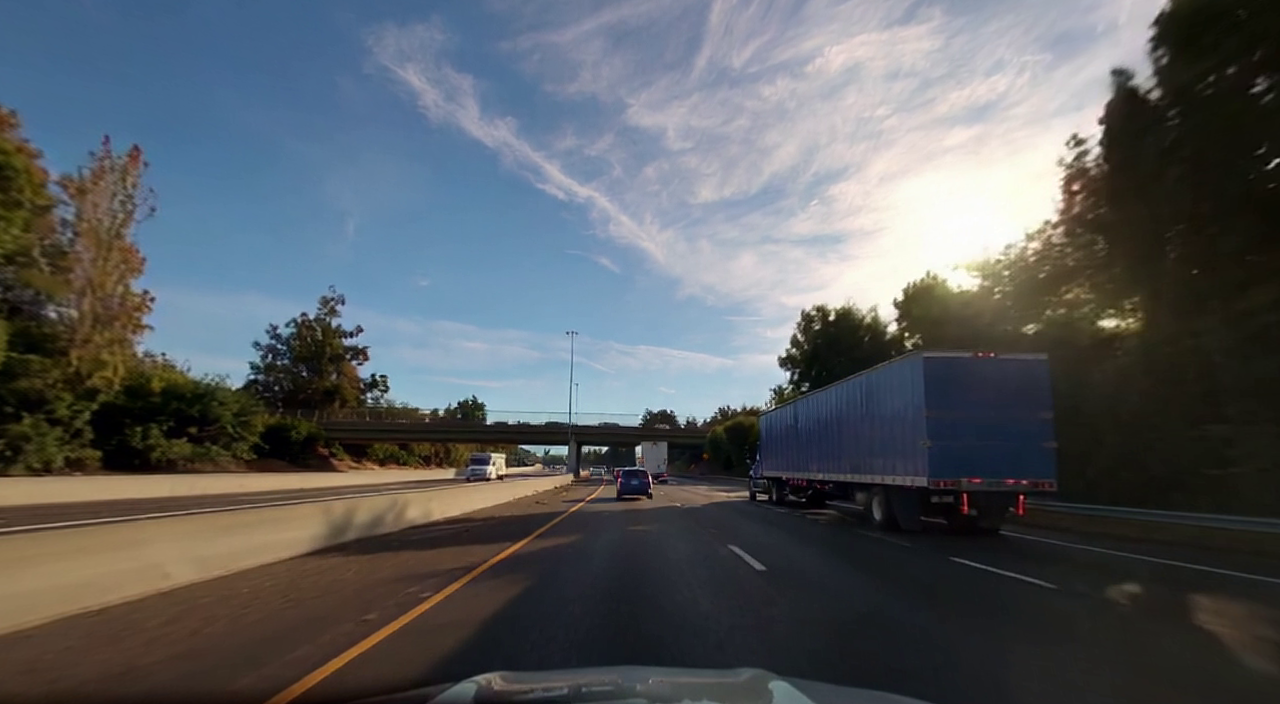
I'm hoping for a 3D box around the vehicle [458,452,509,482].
[{"bbox_3d":[-10.391,7.734,42.277,1.997,1.794,5.701,1,-11,-1],"label":"vehicle"}]

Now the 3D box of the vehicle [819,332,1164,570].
[{"bbox_3d":[6.597,2.242,13.937,2.839,3.684,8.091,1,-11,0],"label":"vehicle"}]

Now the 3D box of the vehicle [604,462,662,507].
[{"bbox_3d":[-0.253,5.101,24.405,2.067,1.552,3.601,1,-11,-1],"label":"vehicle"}]
